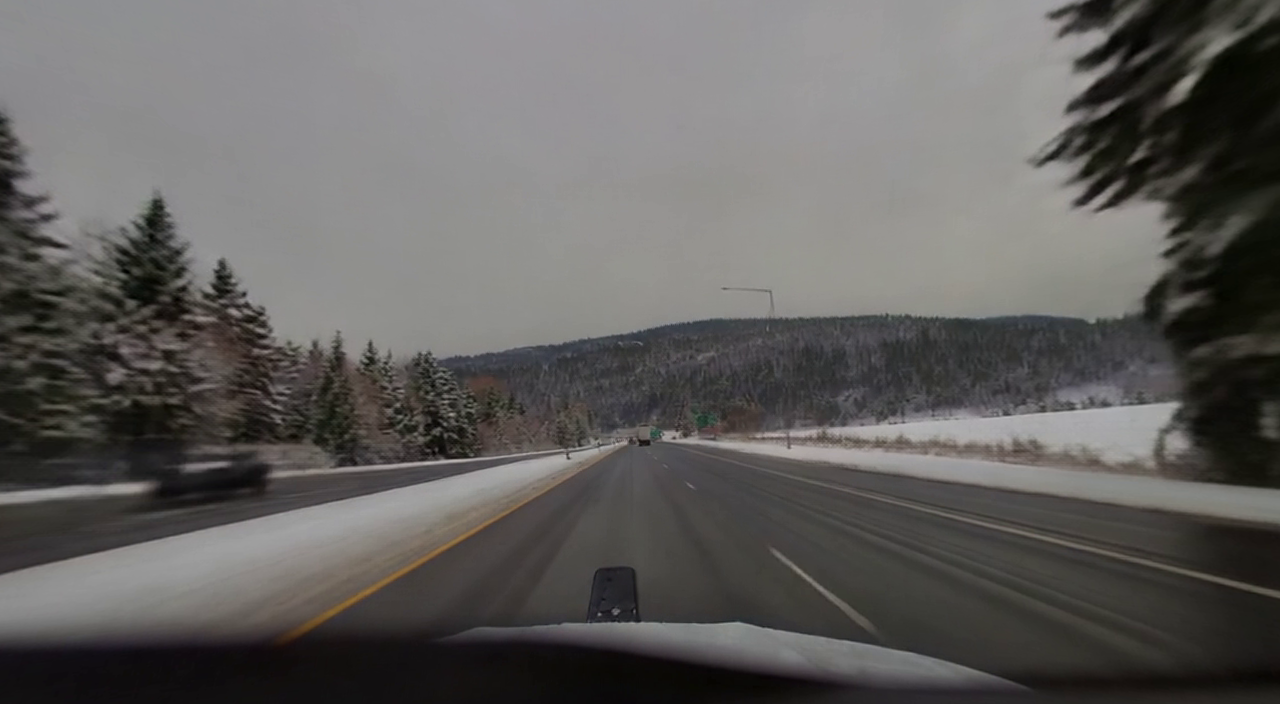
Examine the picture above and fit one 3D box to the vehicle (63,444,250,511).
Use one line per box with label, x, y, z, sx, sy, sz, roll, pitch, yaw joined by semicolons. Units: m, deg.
vehicle;-12.958;3.331;17.277;1.880;1.544;4.154;0;-8;-2
